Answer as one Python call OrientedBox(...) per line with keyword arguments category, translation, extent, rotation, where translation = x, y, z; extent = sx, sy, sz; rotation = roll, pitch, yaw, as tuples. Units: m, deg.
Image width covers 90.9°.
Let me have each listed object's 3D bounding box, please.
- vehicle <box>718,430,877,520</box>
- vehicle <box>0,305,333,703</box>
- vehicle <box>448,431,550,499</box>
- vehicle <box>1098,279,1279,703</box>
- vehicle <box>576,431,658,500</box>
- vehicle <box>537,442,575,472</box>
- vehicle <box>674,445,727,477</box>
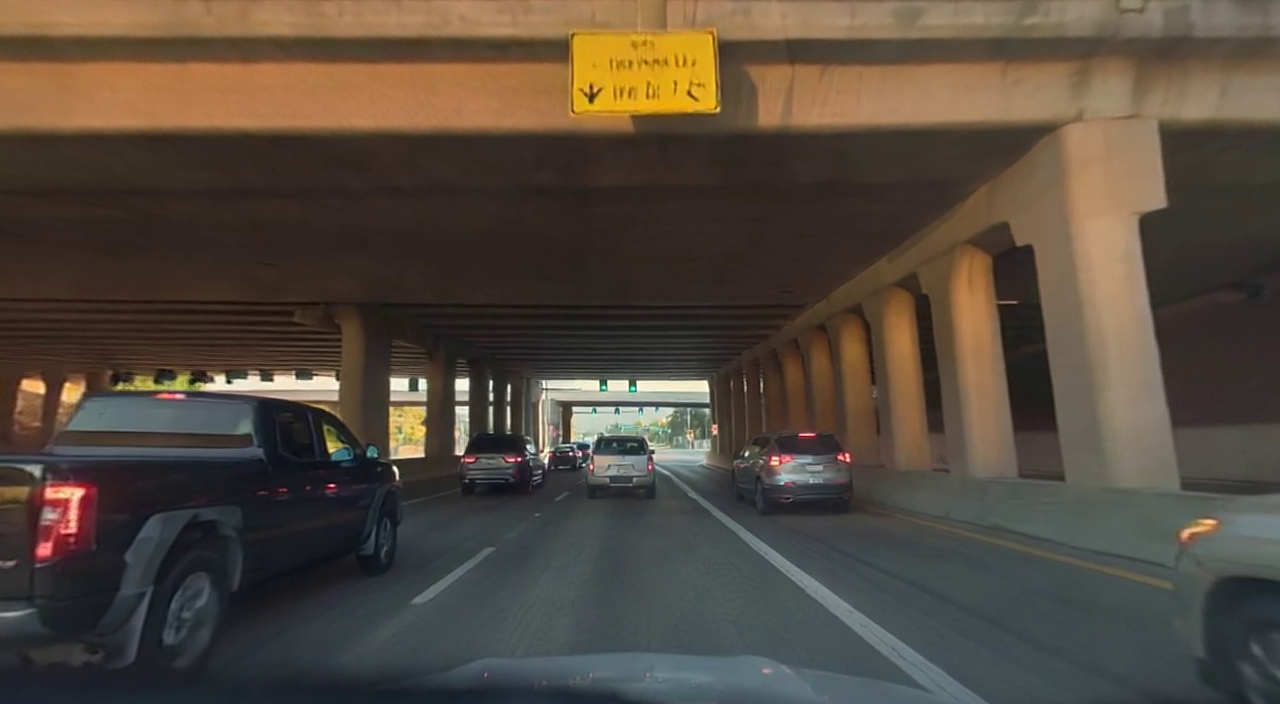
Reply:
OrientedBox(category="vehicle", translation=(3.360, 2.762, 14.867), extent=(2.234, 1.720, 5.378), rotation=(0, -8, -2))
OrientedBox(category="vehicle", translation=(-3.550, 0.779, 2.797), extent=(2.074, 1.814, 4.596), rotation=(0, -8, -1))
OrientedBox(category="vehicle", translation=(-3.908, 3.205, 18.253), extent=(2.127, 1.720, 4.064), rotation=(0, -8, -2))
OrientedBox(category="vehicle", translation=(3.717, 0.483, 0.966), extent=(2.401, 1.968, 4.841), rotation=(0, -8, 1))
OrientedBox(category="vehicle", translation=(-0.648, 3.188, 18.067), extent=(2.097, 1.748, 3.794), rotation=(0, -8, -2))
OrientedBox(category="vehicle", translation=(-4.722, 5.953, 35.951), extent=(1.829, 1.614, 3.611), rotation=(0, -8, -3))
OrientedBox(category="vehicle", translation=(2.983, 5.445, 31.778), extent=(2.026, 1.457, 3.969), rotation=(1, -8, -4))
